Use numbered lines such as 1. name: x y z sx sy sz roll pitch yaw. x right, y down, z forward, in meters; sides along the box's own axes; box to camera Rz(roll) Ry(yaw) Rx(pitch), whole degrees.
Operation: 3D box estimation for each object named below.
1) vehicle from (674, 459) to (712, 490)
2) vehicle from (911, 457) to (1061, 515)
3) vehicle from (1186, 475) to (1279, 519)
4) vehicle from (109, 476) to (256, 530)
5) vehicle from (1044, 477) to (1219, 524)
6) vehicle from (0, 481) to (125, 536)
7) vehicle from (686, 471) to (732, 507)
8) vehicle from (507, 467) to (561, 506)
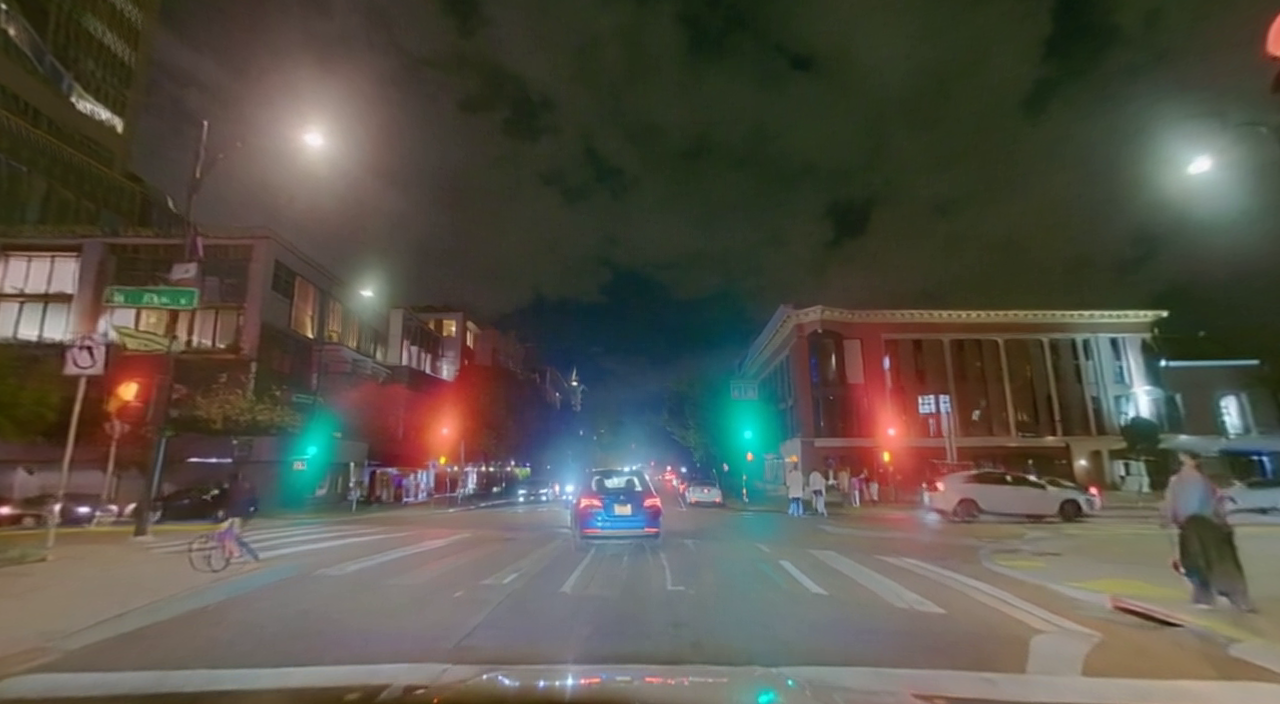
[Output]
1. vehicle: 3.740 8.770 45.229 2.365 1.994 4.259 -1 -9 0
2. vehicle: 14.706 5.695 27.039 4.974 2.266 2.324 0 -9 -1
3. vehicle: 26.406 6.072 26.491 4.734 1.605 2.186 -1 -9 1
4. vehicle: -19.474 6.431 26.996 4.750 2.083 2.002 -1 -9 4
5. vehicle: 20.817 6.290 26.923 5.345 1.747 2.410 -1 -9 2
6. vehicle: -25.342 6.671 27.017 4.588 2.048 2.110 -1 -9 1
7. vehicle: 3.834 7.728 35.886 1.908 1.741 4.066 0 -9 -3
8. vehicle: -5.985 7.671 36.183 2.226 1.896 4.438 -1 -9 1
